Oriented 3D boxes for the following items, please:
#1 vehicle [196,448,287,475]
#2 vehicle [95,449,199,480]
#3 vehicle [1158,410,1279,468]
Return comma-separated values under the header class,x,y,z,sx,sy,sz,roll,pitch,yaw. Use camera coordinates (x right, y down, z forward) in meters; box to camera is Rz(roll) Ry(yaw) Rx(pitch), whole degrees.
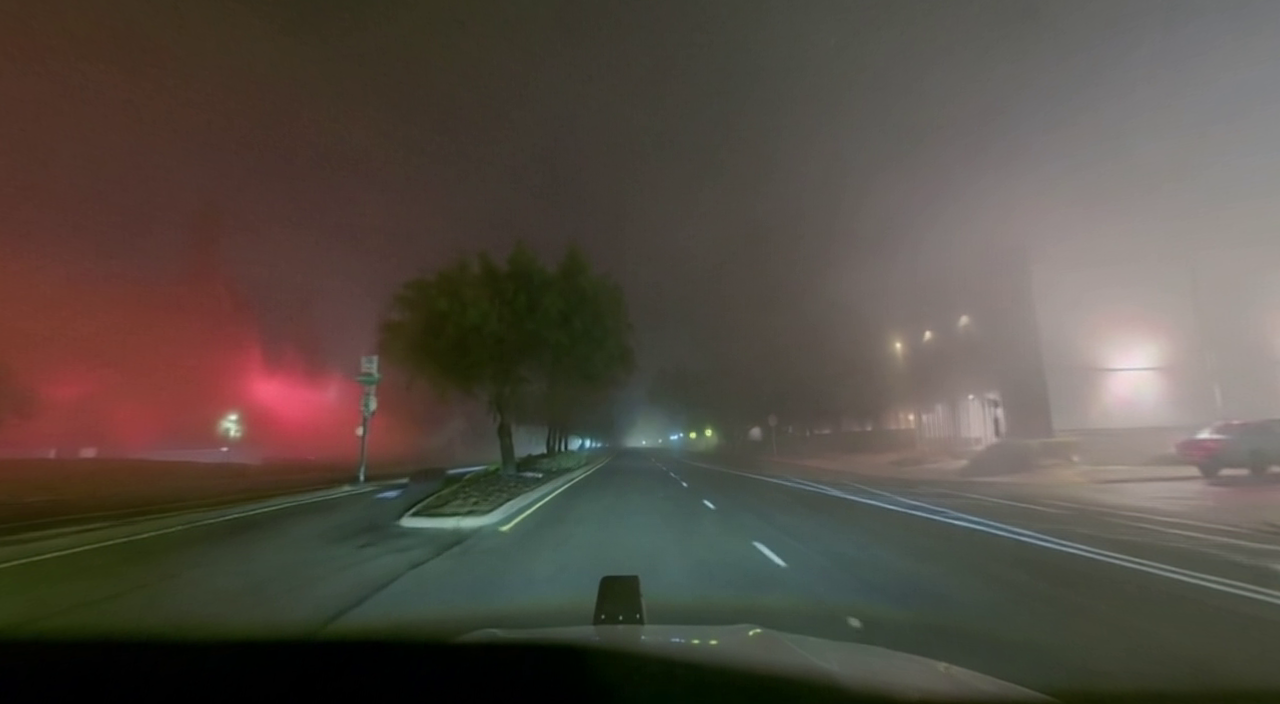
class,x,y,z,sx,sy,sz,roll,pitch,yaw
vehicle,-26.615,7.330,42.318,4.673,1.717,2.044,0,-9,1
vehicle,-32.319,7.316,41.502,2.122,1.886,4.993,-10,-13,44
vehicle,20.025,2.823,20.383,4.656,1.752,2.309,1,-9,-4
